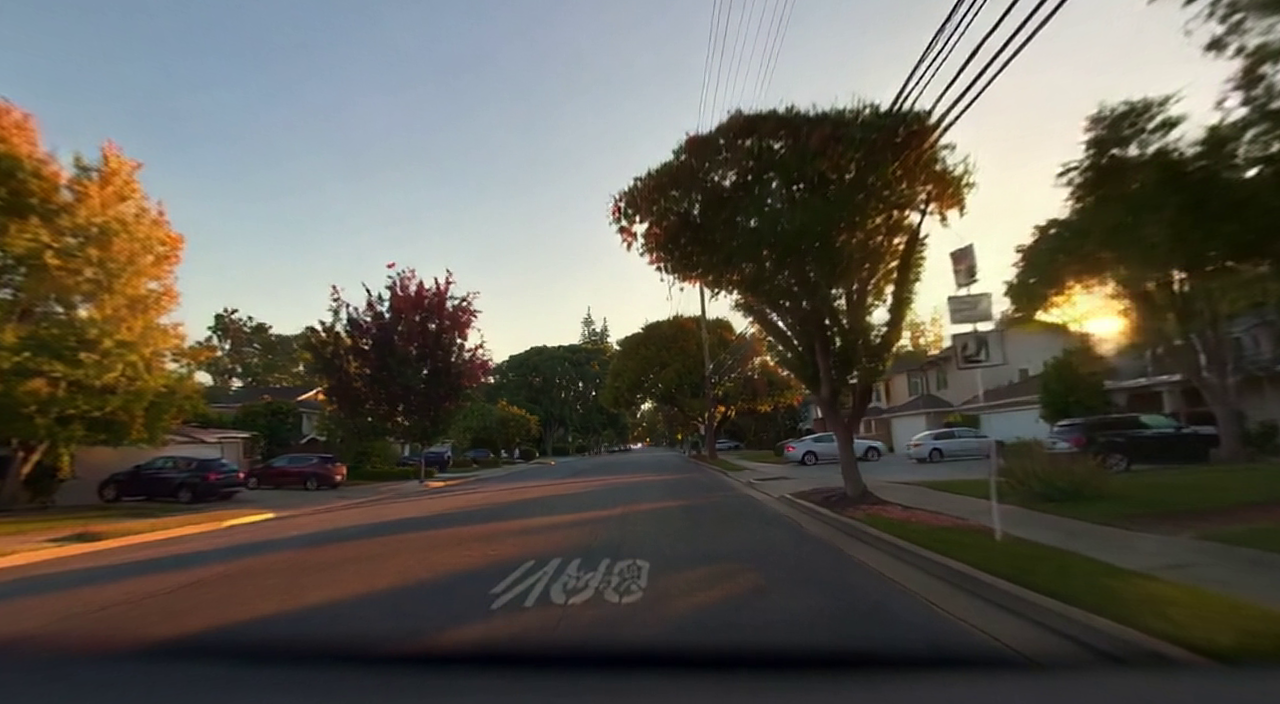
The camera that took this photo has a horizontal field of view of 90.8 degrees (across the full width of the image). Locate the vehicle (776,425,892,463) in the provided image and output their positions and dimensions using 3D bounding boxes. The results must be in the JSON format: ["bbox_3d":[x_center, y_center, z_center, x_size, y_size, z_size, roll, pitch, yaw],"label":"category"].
[{"bbox_3d":[9.343,4.476,30.784,4.952,1.775,2.089,0,-8,0],"label":"vehicle"}]

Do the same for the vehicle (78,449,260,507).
[{"bbox_3d":[-15.090,4.011,20.376,4.500,1.714,1.924,-1,-8,7],"label":"vehicle"}]

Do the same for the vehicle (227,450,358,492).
[{"bbox_3d":[-14.224,4.875,26.004,4.260,1.588,1.927,-1,-8,5],"label":"vehicle"}]

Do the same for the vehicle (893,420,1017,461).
[{"bbox_3d":[13.018,3.709,26.326,4.122,1.610,1.888,-1,-8,2],"label":"vehicle"}]

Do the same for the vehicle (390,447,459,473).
[{"bbox_3d":[-15.291,7.689,44.898,4.265,1.583,1.913,-5,-9,13],"label":"vehicle"}]
